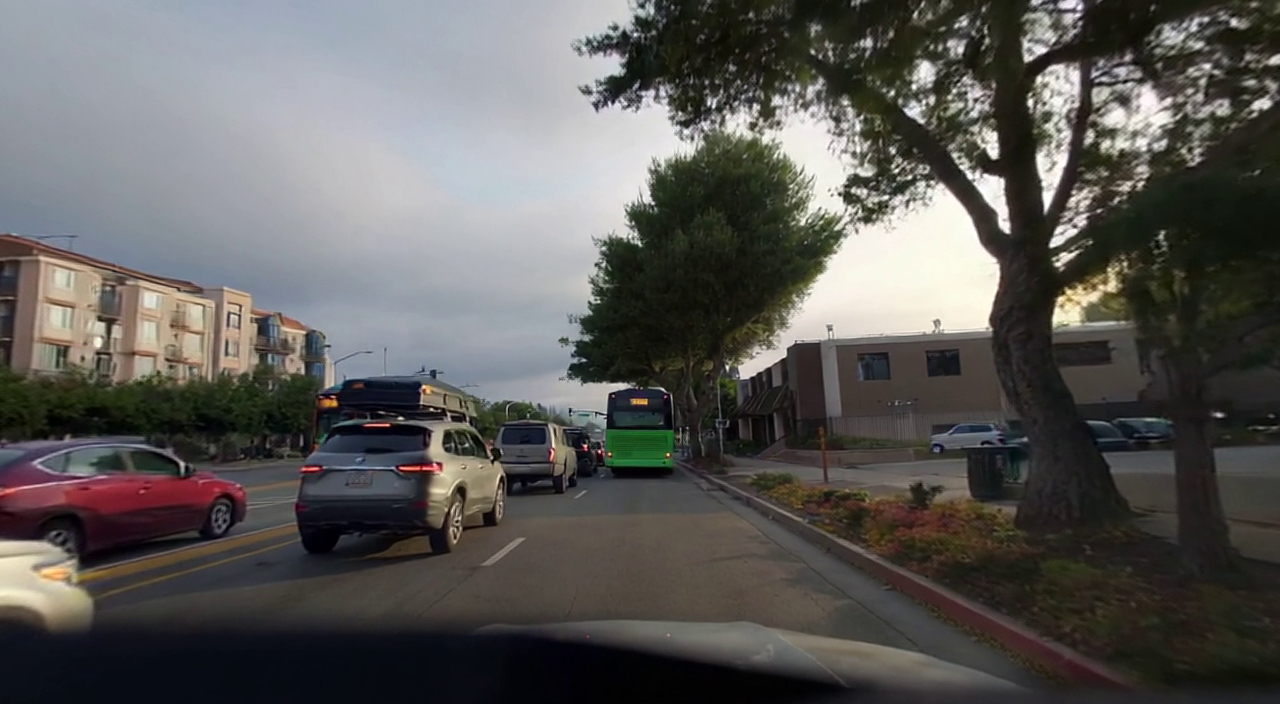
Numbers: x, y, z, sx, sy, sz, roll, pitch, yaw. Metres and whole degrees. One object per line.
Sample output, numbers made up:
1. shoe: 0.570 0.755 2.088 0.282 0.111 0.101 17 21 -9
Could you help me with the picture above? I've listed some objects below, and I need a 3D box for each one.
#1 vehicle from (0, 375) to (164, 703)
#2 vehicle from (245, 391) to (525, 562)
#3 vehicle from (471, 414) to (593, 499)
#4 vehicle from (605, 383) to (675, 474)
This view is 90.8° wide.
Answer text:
1. vehicle: -3.300 0.647 0.683 2.042 1.571 4.475 0 -9 0
2. vehicle: -3.318 1.779 9.657 2.095 1.892 5.043 0 -9 1
3. vehicle: -2.981 3.103 19.099 2.546 2.125 5.869 0 -9 1
4. vehicle: 0.021 4.180 33.083 2.970 3.857 12.200 0 -9 0
